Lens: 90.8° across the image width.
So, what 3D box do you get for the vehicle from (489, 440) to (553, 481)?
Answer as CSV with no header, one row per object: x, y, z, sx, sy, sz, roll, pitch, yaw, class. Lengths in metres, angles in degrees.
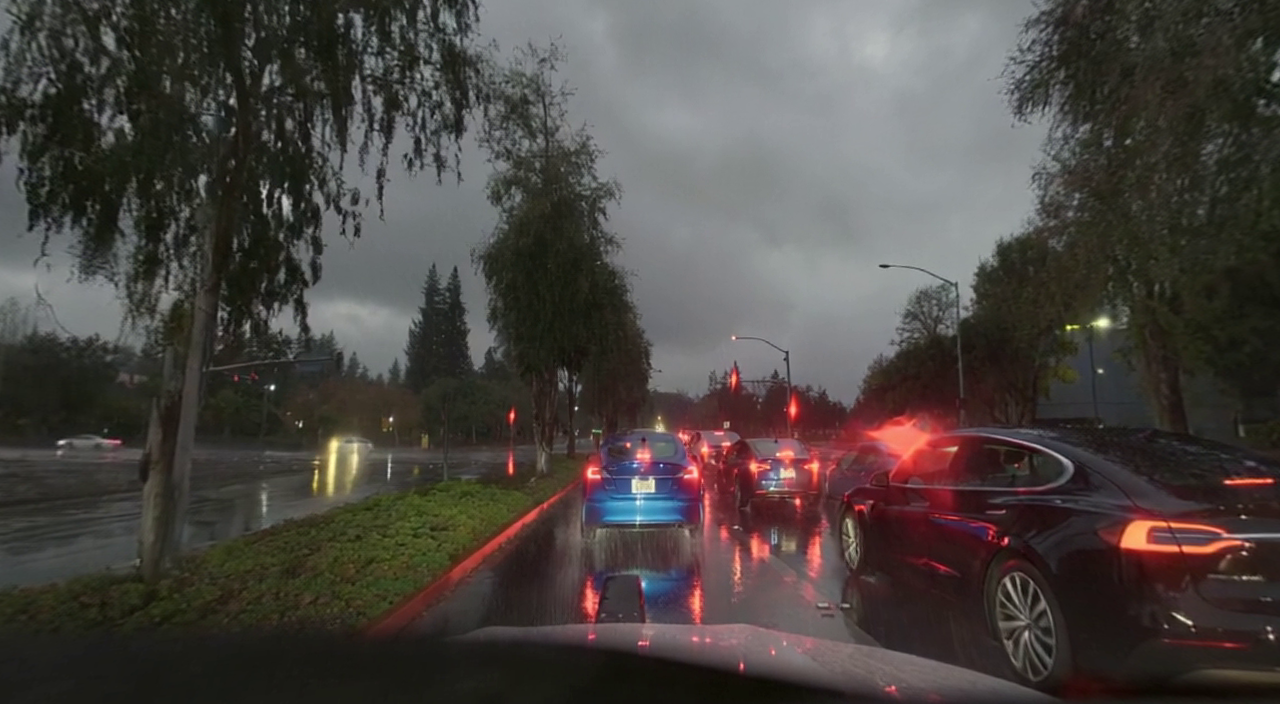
-4.642,4.284,25.263,1.972,1.457,4.171,0,-8,-4,vehicle

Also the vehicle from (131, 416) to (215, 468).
-29.255,5.640,39.709,2.608,2.990,3.026,2,-8,1,vehicle

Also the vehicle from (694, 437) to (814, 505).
2.690,2.932,16.032,2.058,1.466,4.208,0,-8,-3,vehicle

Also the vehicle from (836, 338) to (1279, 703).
3.182,1.106,4.304,2.167,1.676,4.443,0,-8,-1,vehicle

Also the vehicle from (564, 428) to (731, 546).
0.030,2.061,10.327,2.147,1.499,4.240,0,-8,-2,vehicle
